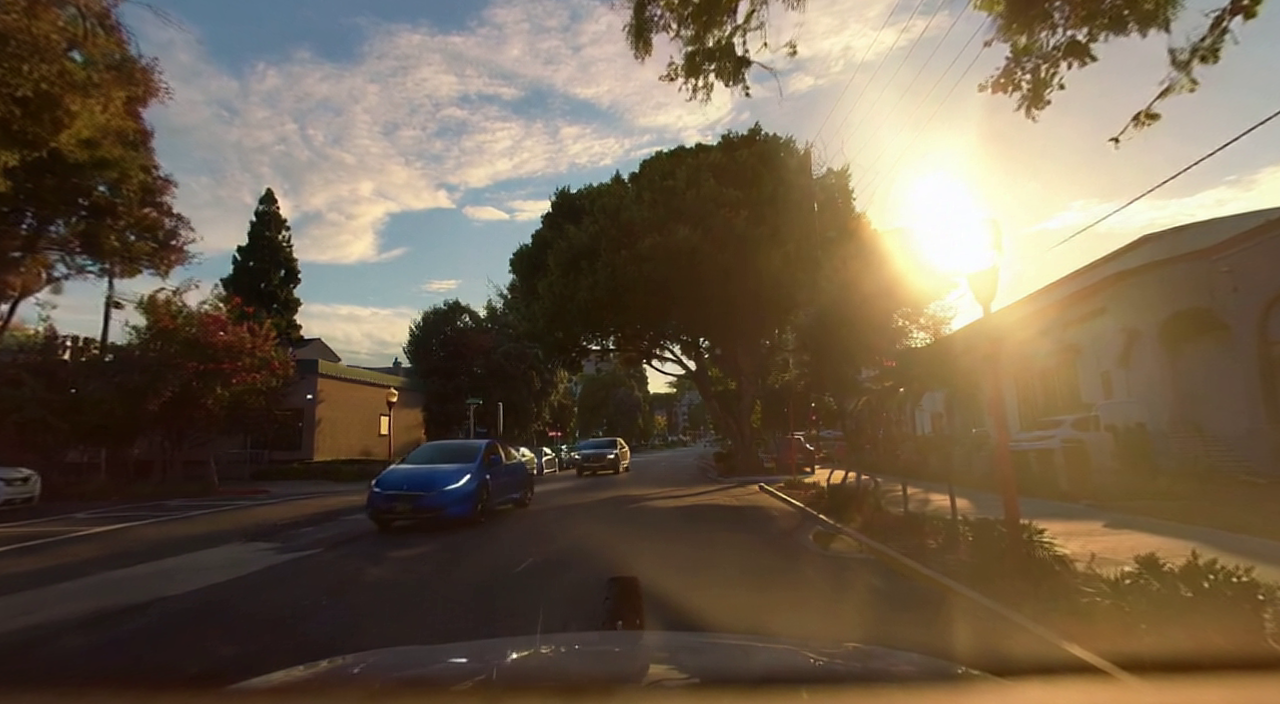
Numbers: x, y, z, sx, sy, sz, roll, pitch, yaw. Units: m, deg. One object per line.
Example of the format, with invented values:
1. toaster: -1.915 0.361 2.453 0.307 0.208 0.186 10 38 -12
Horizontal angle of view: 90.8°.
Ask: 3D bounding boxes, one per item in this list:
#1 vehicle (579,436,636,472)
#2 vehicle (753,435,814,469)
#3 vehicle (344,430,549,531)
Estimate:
1. vehicle: -1.544 5.091 31.746 2.110 1.651 4.410 -1 -9 7
2. vehicle: 6.678 4.696 29.792 1.918 1.461 4.419 0 -8 1
3. vehicle: -3.286 2.298 11.918 2.056 1.508 4.596 -1 -9 5
